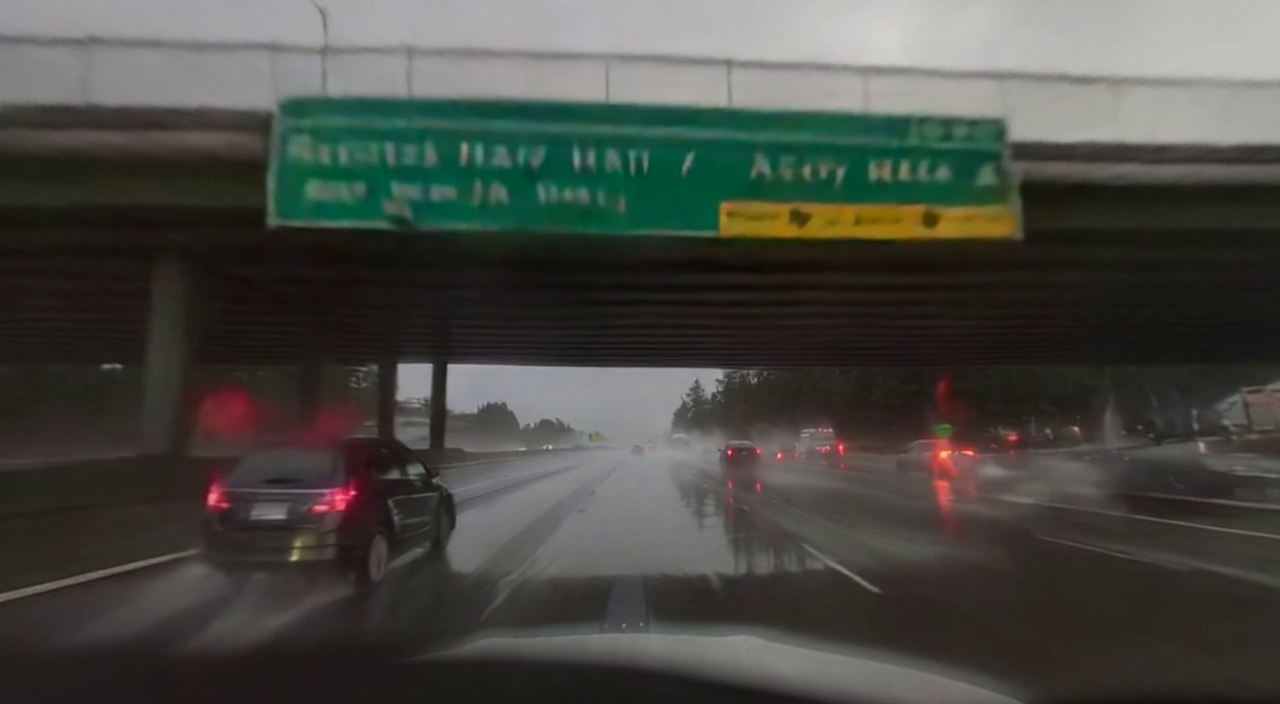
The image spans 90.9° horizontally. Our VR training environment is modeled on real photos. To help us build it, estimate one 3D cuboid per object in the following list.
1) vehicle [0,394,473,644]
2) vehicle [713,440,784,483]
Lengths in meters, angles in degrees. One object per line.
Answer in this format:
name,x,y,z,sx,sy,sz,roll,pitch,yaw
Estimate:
vehicle,-3.676,1.508,6.875,2.259,1.706,4.924,0,-8,1
vehicle,4.081,4.187,24.449,1.908,1.483,4.259,0,-8,-1
